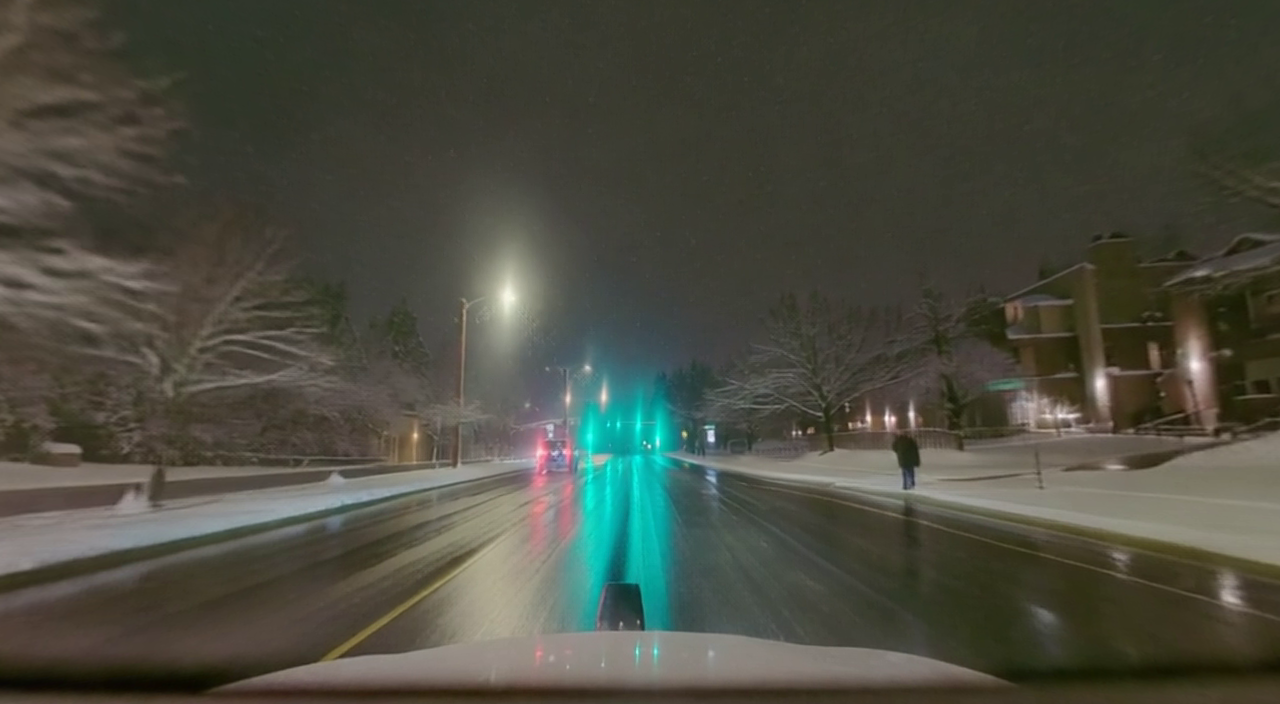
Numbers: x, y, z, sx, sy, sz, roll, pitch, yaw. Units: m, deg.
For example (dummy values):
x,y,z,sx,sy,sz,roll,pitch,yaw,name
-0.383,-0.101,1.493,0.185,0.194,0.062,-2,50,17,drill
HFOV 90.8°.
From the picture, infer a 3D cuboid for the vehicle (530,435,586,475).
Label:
x,y,z,sx,sy,sz,roll,pitch,yaw,name
-3.742,4.794,29.641,1.993,1.733,4.262,0,-8,1,vehicle
